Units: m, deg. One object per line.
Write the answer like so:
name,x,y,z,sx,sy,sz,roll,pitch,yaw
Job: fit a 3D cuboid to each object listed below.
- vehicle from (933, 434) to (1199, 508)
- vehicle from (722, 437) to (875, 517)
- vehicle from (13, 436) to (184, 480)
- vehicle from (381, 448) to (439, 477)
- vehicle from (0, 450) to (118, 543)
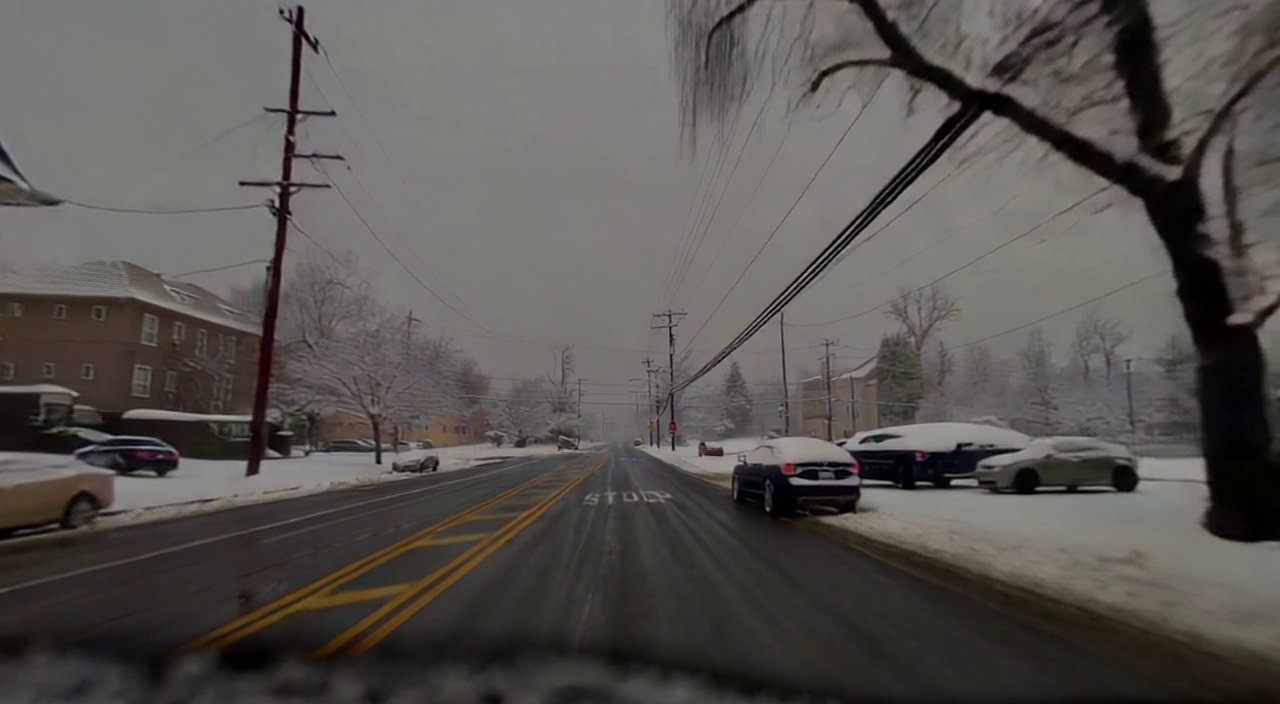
vehicle,9.317,2.641,14.420,4.658,1.465,2.025,-4,-9,24
vehicle,3.205,2.642,13.951,1.917,1.434,4.733,0,-8,-3
vehicle,-21.597,4.219,25.373,4.819,1.646,2.093,0,-8,-2
vehicle,-12.959,6.229,35.844,1.957,1.459,4.913,1,-8,-7
vehicle,-11.695,2.517,11.136,1.936,1.516,3.647,0,-8,-3
